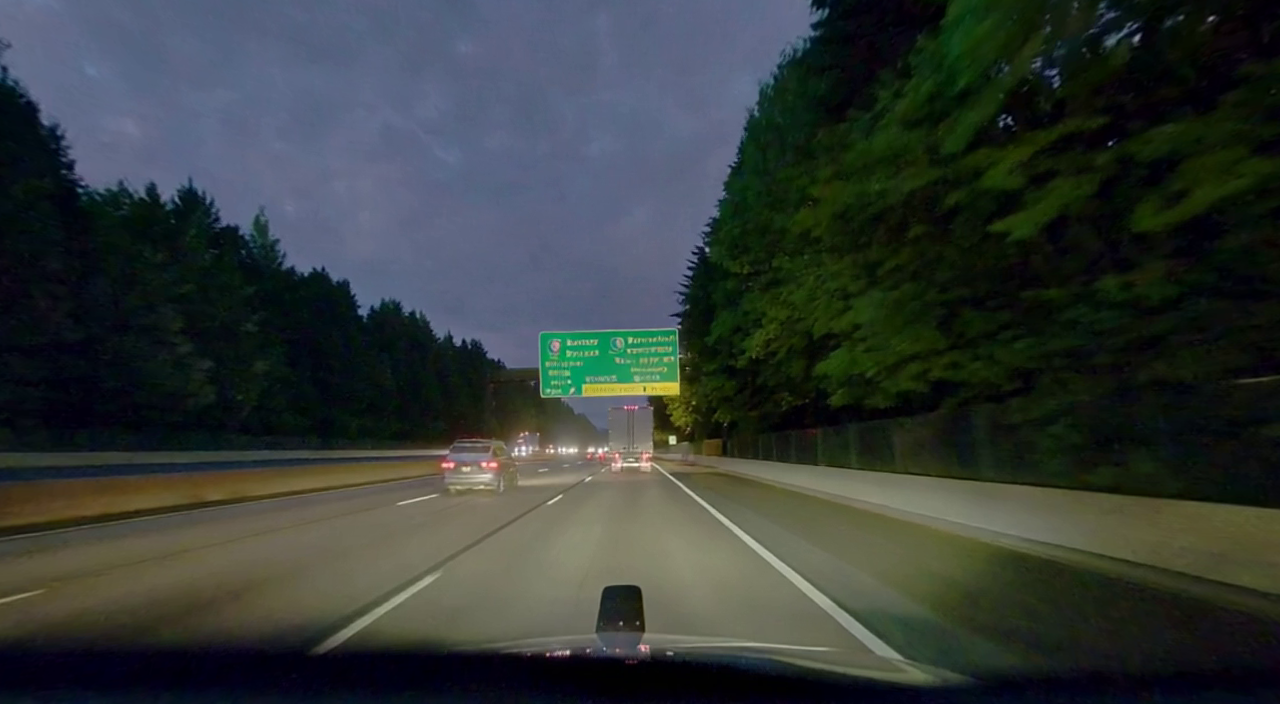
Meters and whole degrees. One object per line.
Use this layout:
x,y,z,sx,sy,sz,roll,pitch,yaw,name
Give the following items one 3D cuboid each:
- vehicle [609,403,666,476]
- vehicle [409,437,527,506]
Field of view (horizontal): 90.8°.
-0.302,5.564,39.359,2.976,3.800,12.335,0,-9,-1,vehicle
-4.330,3.086,16.597,1.964,1.556,4.071,0,-9,0,vehicle
